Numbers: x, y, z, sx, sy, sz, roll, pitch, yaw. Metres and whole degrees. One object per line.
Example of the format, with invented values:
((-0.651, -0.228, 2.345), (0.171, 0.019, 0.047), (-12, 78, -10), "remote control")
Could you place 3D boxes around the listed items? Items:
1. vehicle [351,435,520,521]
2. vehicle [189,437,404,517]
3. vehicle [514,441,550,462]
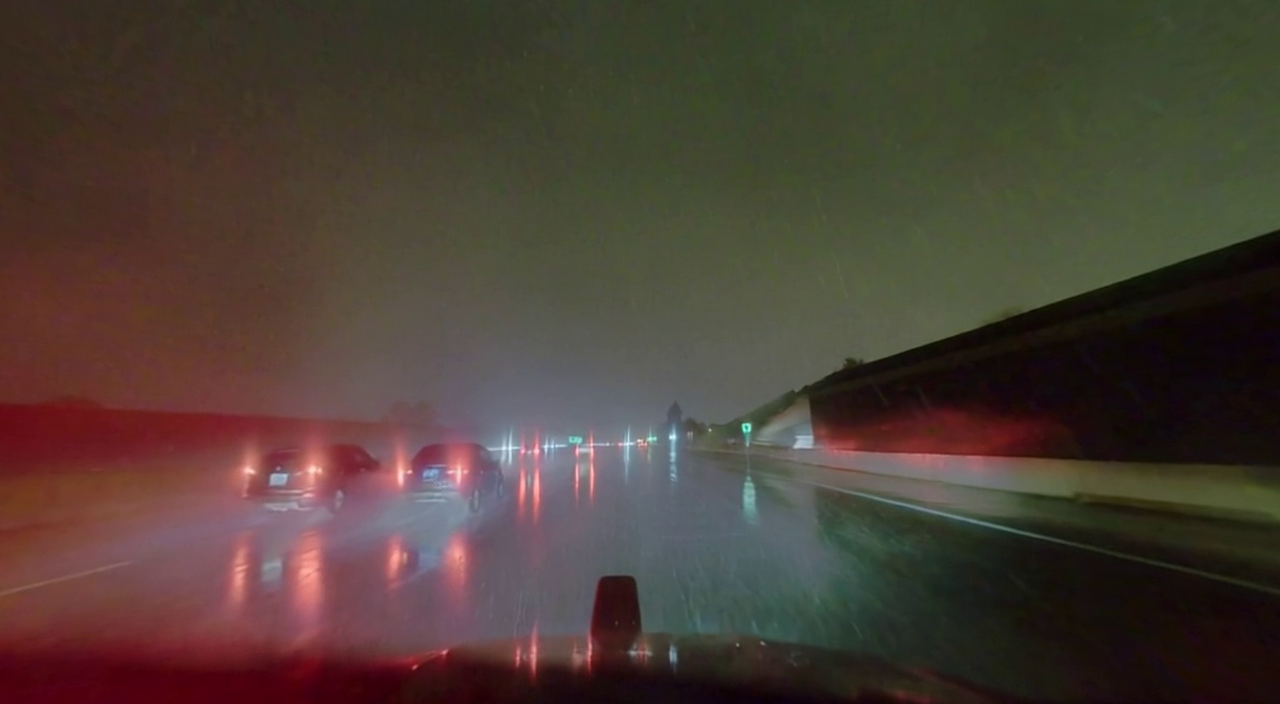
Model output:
((-4.080, 2.558, 13.534), (2.044, 1.479, 4.745), (-1, -8, 0), "vehicle")
((-7.476, 2.734, 14.456), (2.264, 1.492, 4.748), (-1, -8, 0), "vehicle")
((-8.262, 7.634, 48.558), (1.924, 1.519, 4.791), (0, -8, 0), "vehicle")
